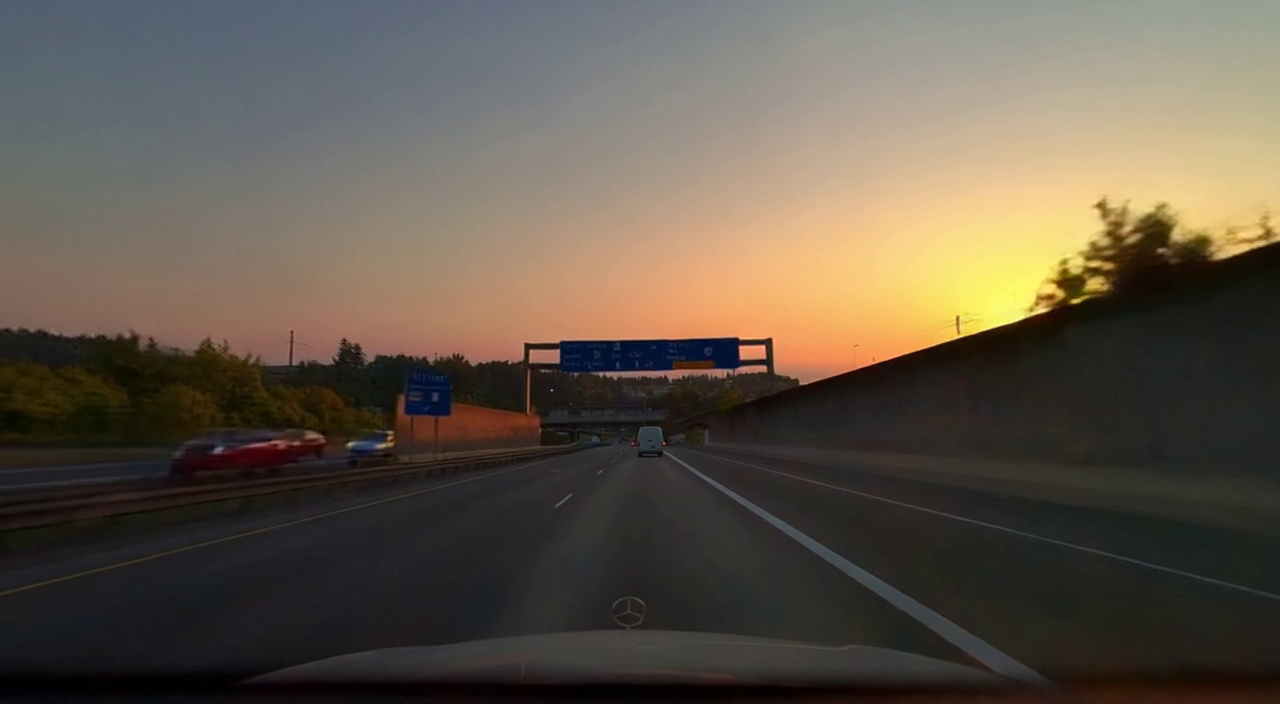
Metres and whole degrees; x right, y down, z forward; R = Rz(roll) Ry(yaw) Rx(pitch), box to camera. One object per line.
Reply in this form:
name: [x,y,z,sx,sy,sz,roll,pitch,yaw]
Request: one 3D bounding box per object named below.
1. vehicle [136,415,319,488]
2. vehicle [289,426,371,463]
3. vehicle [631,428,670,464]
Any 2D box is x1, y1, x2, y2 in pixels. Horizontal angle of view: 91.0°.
vehicle: [-16.477,4.042,25.937,2.575,2.531,7.355,1,-8,-1]
vehicle: [-16.254,4.842,33.237,1.891,1.776,4.615,-1,-8,1]
vehicle: [0.655,5.921,39.646,2.277,2.109,4.922,1,-8,1]
